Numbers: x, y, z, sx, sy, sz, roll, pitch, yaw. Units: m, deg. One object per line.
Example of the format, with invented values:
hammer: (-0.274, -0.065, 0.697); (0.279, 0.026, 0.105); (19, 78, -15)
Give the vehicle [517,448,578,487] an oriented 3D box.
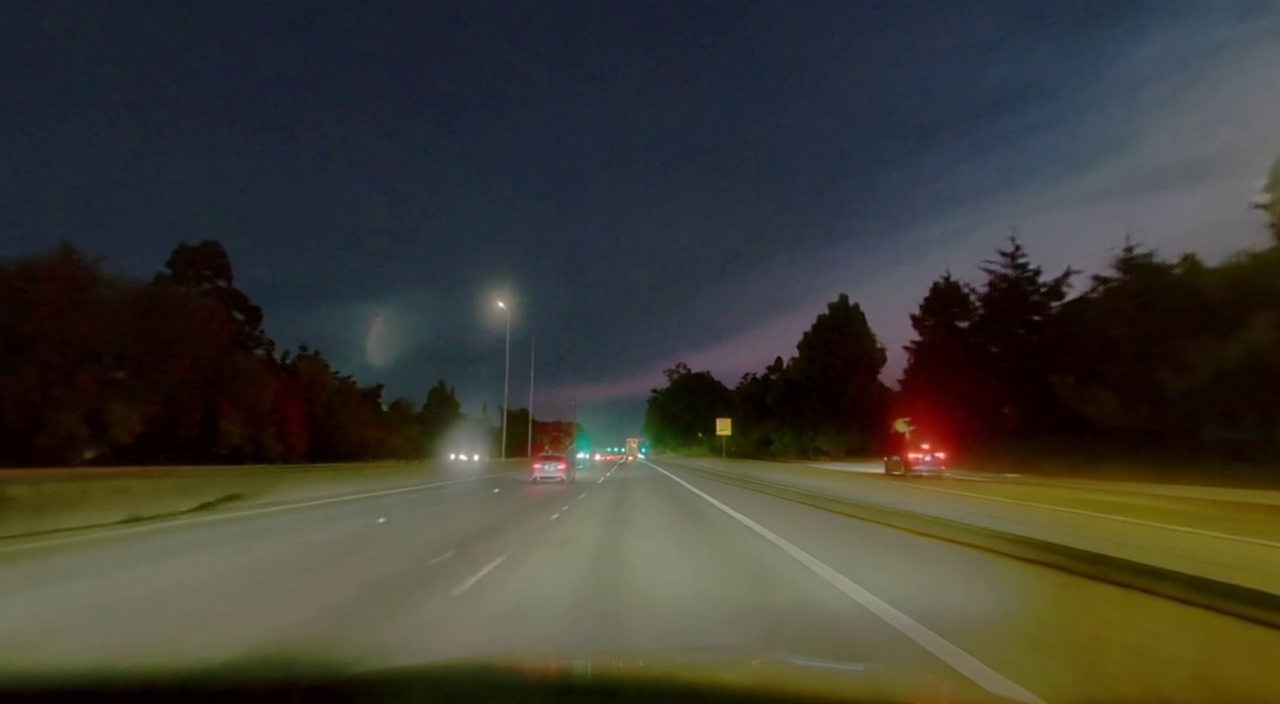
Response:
vehicle: (-4.044, 5.115, 28.217); (2.070, 1.564, 4.145); (0, -9, 0)
